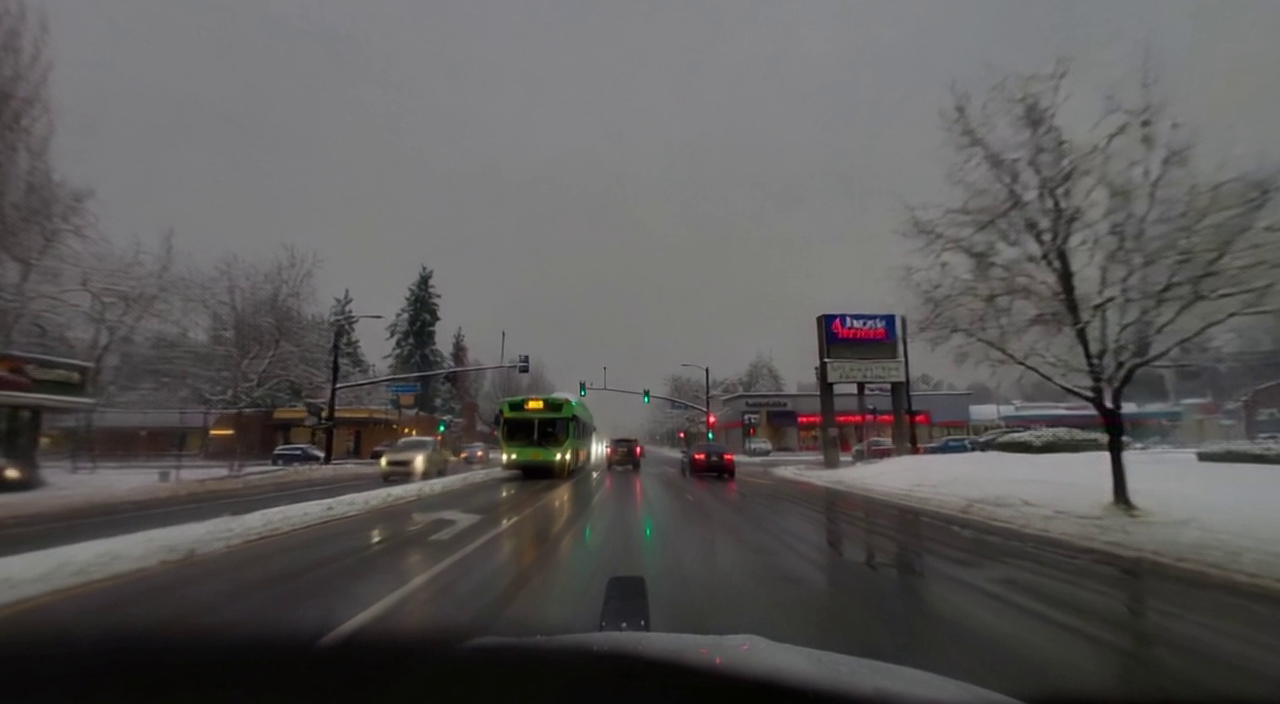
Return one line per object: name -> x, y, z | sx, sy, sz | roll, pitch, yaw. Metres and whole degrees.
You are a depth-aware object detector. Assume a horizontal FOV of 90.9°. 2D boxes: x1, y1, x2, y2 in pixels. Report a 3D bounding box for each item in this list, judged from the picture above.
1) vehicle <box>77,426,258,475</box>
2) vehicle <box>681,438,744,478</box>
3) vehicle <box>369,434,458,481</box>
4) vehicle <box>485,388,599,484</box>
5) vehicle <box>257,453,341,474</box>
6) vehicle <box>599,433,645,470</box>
vehicle -> -34.477, 7.244, 46.389 | 10.321, 3.275, 3.158 | 0, -10, -4
vehicle -> 3.001, 4.475, 26.958 | 2.046, 1.540, 3.883 | 0, -8, -3
vehicle -> -9.059, 4.243, 25.655 | 2.157, 1.731, 4.433 | 0, -8, -3
vehicle -> -3.765, 3.800, 28.268 | 3.018, 3.217, 13.998 | 0, -8, -1
vehicle -> -24.787, 8.108, 45.890 | 4.868, 1.434, 2.115 | 0, -8, -1
vehicle -> -1.014, 5.374, 34.284 | 2.301, 1.837, 4.411 | 0, -8, -3
